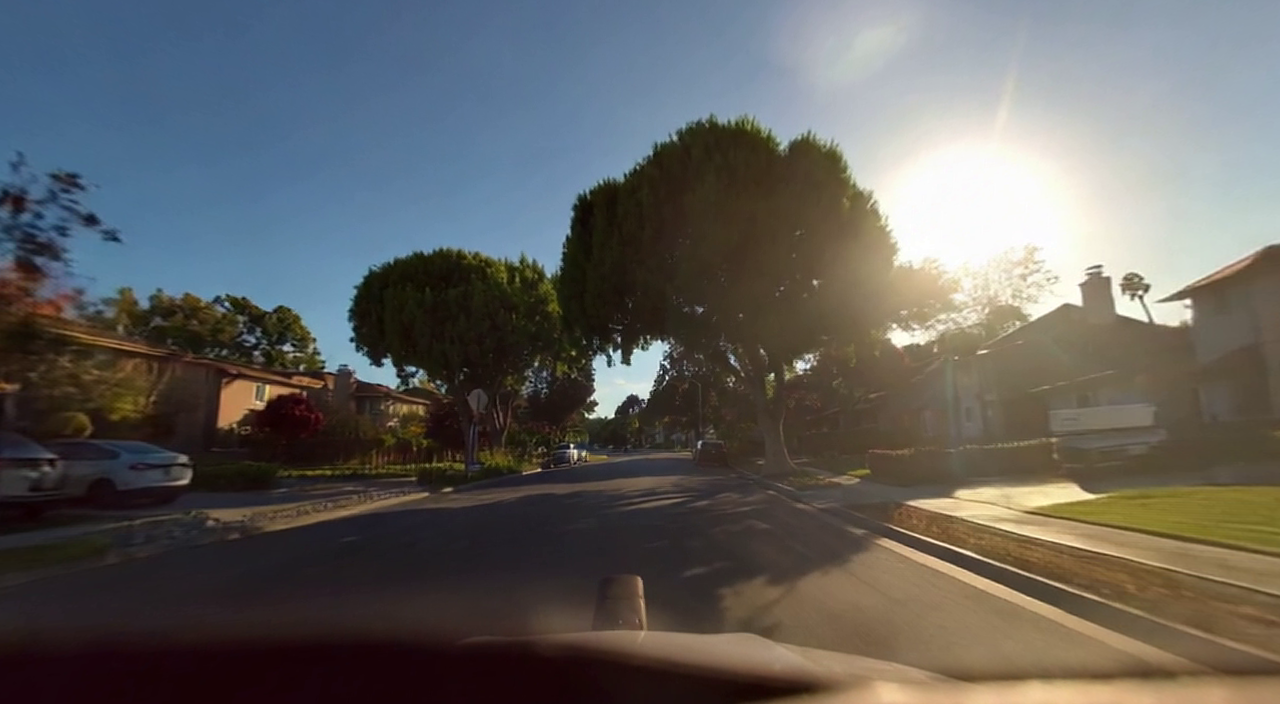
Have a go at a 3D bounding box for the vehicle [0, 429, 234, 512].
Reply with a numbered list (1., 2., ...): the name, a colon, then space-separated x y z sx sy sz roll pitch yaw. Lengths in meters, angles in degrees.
1. vehicle: -13.013 2.857 15.418 4.743 1.849 1.976 0 -8 2

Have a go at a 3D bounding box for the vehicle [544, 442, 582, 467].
1. vehicle: -5.424 7.301 44.968 2.005 1.706 4.428 -1 -8 3

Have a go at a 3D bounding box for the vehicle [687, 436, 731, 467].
1. vehicle: 4.127 6.051 38.360 2.176 1.762 4.622 0 -8 1
